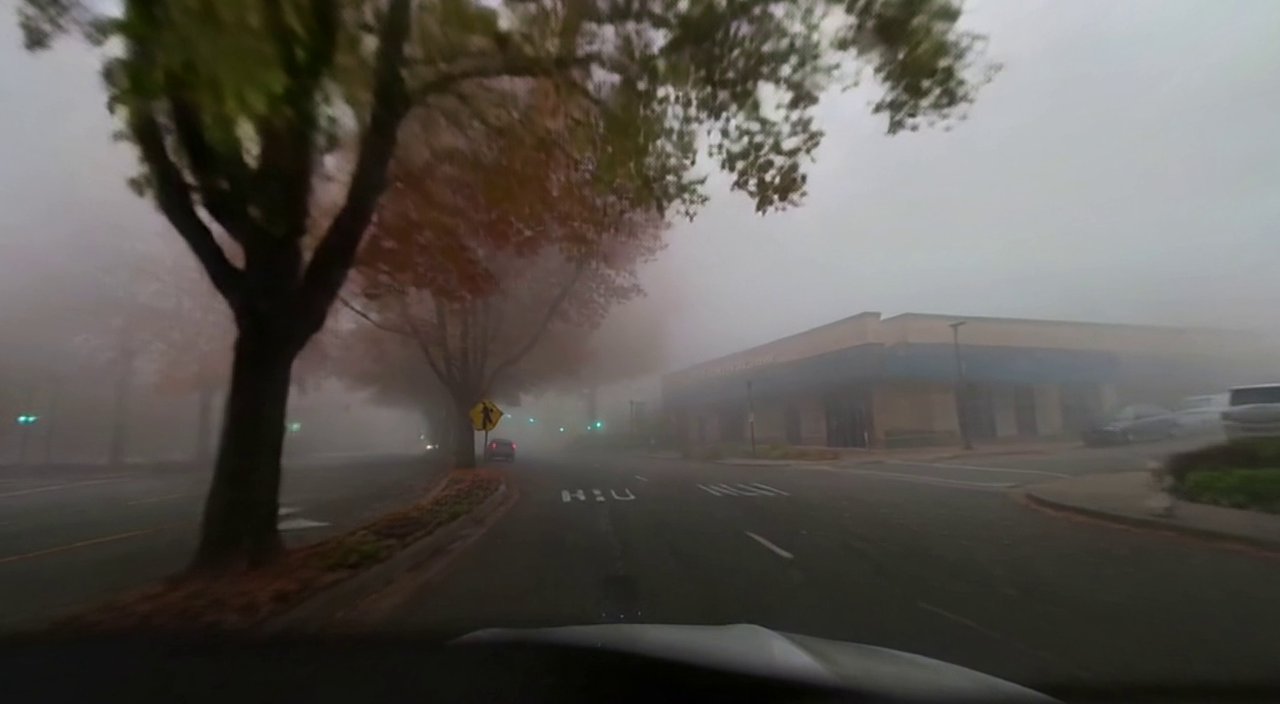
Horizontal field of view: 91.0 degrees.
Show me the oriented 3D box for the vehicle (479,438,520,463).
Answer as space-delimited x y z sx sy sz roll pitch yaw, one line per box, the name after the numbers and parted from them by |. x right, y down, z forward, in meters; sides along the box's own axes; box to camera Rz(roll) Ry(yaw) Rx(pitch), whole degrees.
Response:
-9.205 6.455 41.042 2.018 1.512 4.304 4 -10 -20 | vehicle
